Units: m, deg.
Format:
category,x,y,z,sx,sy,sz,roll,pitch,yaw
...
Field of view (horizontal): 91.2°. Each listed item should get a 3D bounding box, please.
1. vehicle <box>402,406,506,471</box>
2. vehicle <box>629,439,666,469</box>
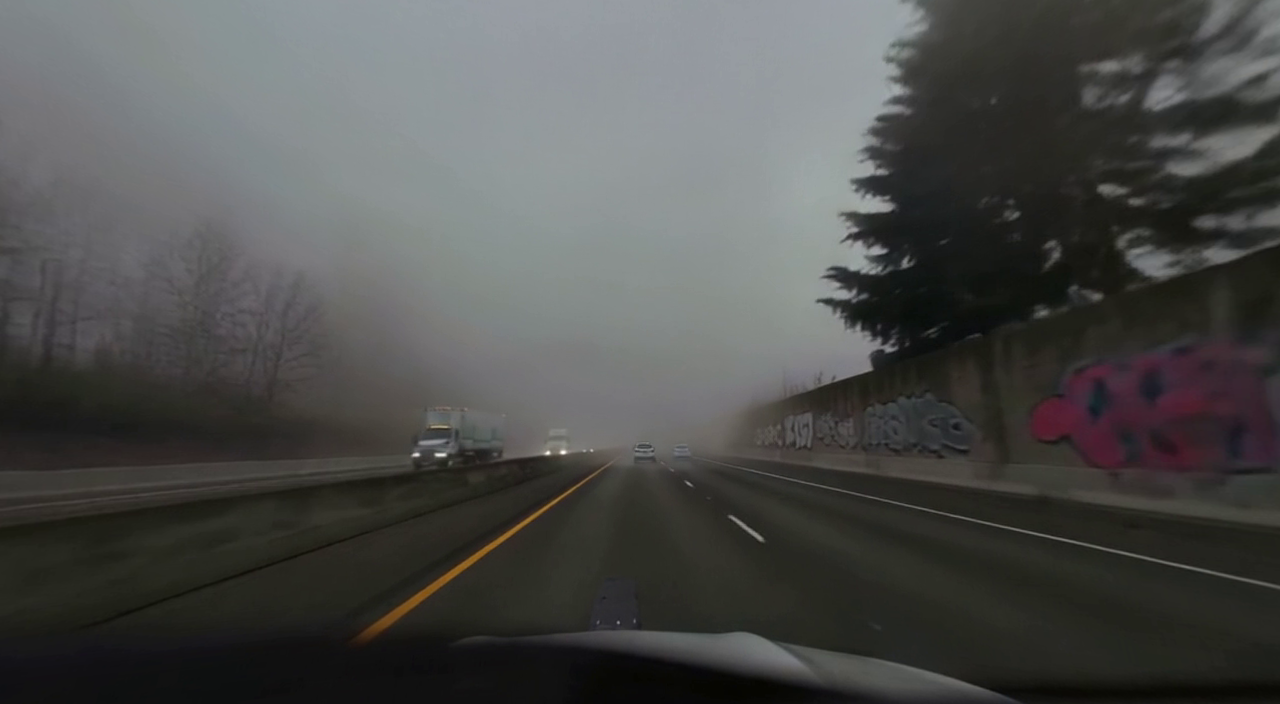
category,x,y,z,sx,sy,sz,roll,pitch,yaw
vehicle,-13.365,6.573,46.953,3.286,4.083,14.078,-1,-9,1
vehicle,0.400,6.175,37.967,2.095,1.671,4.219,0,-9,-1
